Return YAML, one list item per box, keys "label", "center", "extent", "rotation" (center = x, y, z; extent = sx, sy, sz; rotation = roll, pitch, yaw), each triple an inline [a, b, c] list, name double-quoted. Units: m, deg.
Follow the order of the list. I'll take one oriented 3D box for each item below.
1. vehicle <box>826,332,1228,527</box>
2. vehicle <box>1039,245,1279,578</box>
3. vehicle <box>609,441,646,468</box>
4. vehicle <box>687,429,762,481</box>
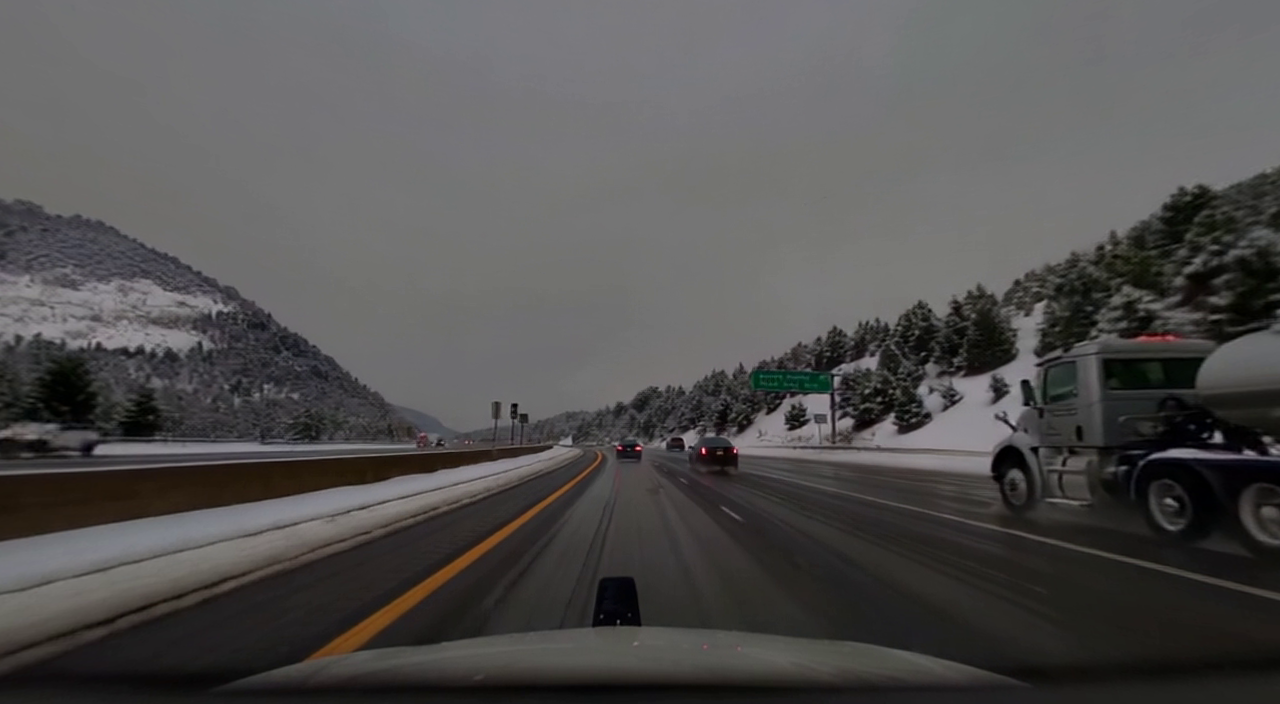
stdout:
- label: "vehicle"
  center: [7.316, 1.874, 14.503]
  extent: [2.880, 2.975, 9.608]
  rotation: [0, -9, -2]
- label: "vehicle"
  center: [7.631, 0.369, 4.742]
  extent: [2.805, 3.212, 9.978]
  rotation: [0, -9, 1]
- label: "vehicle"
  center: [-0.767, 5.978, 37.114]
  extent: [2.083, 1.477, 3.965]
  rotation: [0, -9, -2]
- label: "vehicle"
  center: [3.139, 3.973, 24.533]
  extent: [2.098, 1.794, 4.561]
  rotation: [0, -9, -2]
